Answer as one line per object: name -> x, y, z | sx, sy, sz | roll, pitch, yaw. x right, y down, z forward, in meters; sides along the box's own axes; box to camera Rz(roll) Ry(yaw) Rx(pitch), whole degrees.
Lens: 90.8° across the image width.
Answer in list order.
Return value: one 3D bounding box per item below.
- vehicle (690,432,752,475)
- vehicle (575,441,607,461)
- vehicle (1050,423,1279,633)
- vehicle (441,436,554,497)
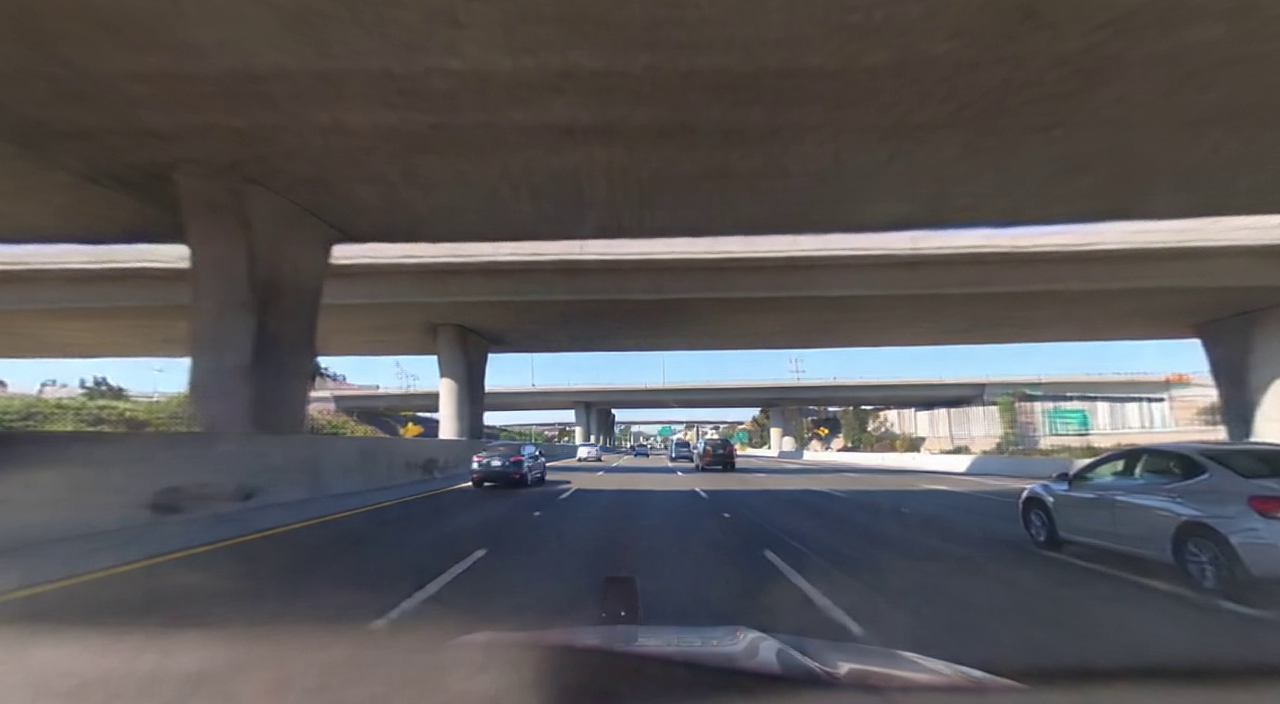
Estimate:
vehicle -> 3.481, 4.478, 28.025 | 2.072, 1.761, 4.242 | 0, -8, -1
vehicle -> -3.738, 7.636, 48.862 | 2.047, 1.464, 4.387 | 0, -8, 1
vehicle -> 5.549, 1.304, 4.854 | 1.989, 1.472, 4.322 | 0, -8, 2
vehicle -> -3.809, 3.159, 17.848 | 1.997, 1.476, 4.703 | 0, -8, 1
